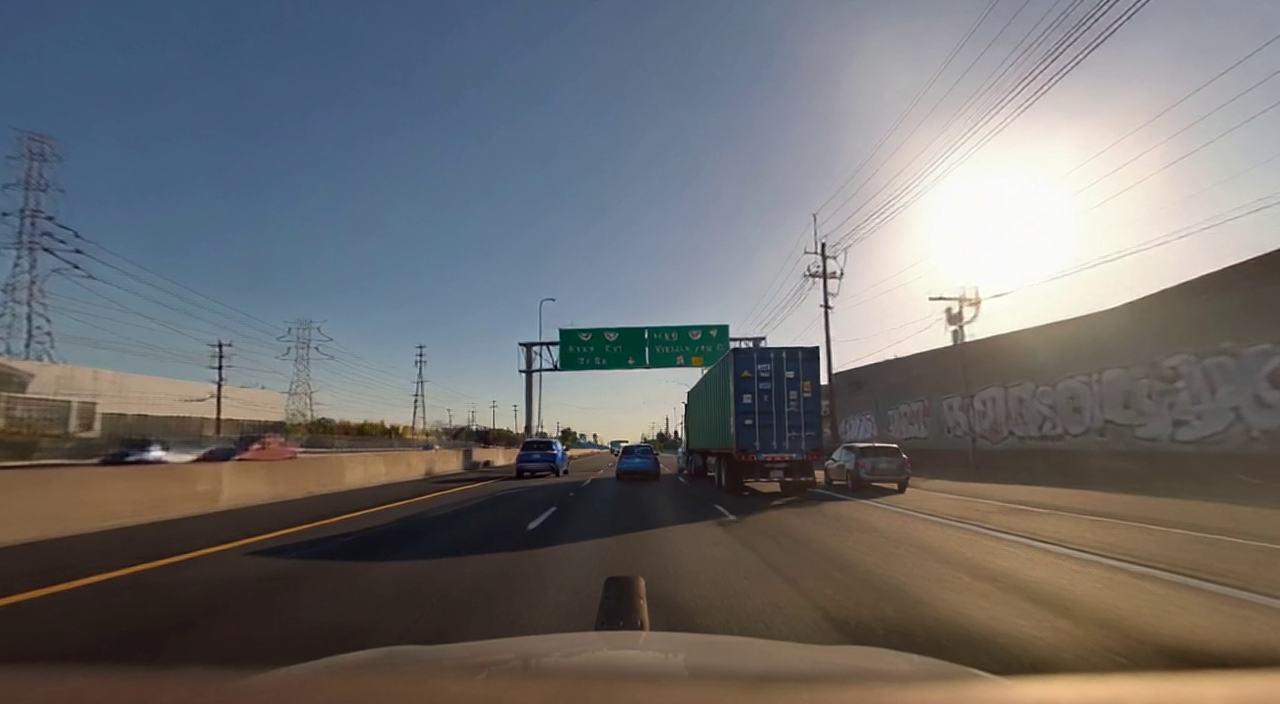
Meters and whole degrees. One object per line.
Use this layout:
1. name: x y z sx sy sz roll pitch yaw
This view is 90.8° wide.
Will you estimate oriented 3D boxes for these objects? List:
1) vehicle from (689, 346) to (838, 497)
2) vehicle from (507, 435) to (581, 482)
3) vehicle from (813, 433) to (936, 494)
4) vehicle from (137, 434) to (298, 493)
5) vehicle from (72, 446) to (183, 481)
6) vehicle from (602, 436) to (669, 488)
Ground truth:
1. vehicle: 3.814 2.827 23.581 2.800 4.039 13.179 0 -9 0
2. vehicle: -3.926 4.445 26.615 2.264 1.804 4.584 0 -9 2
3. vehicle: 7.423 3.583 20.627 2.202 1.731 4.628 0 -9 0
4. vehicle: -12.969 3.443 19.846 2.019 1.587 4.565 0 -9 -2
5. vehicle: -24.813 5.409 30.815 1.844 1.559 4.302 1 -9 -2
6. vehicle: -0.160 3.907 22.737 2.191 1.685 4.015 0 -9 0
